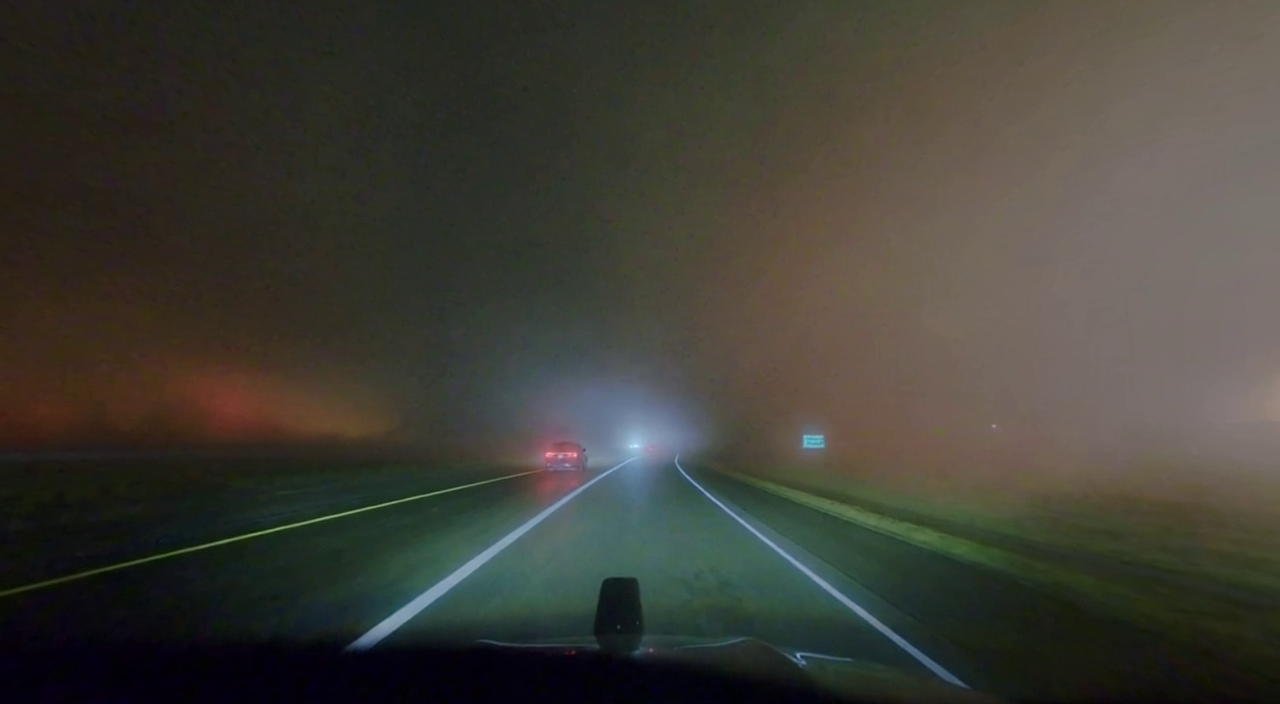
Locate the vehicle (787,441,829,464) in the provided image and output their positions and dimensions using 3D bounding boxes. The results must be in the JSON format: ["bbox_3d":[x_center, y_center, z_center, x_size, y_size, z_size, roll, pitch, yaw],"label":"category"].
[{"bbox_3d":[12.213,7.318,45.896,1.831,1.574,3.868,0,-8,-2],"label":"vehicle"}]

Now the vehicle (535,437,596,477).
[{"bbox_3d":[-3.468,5.037,30.462,2.193,1.771,4.757,0,-9,2],"label":"vehicle"}]
